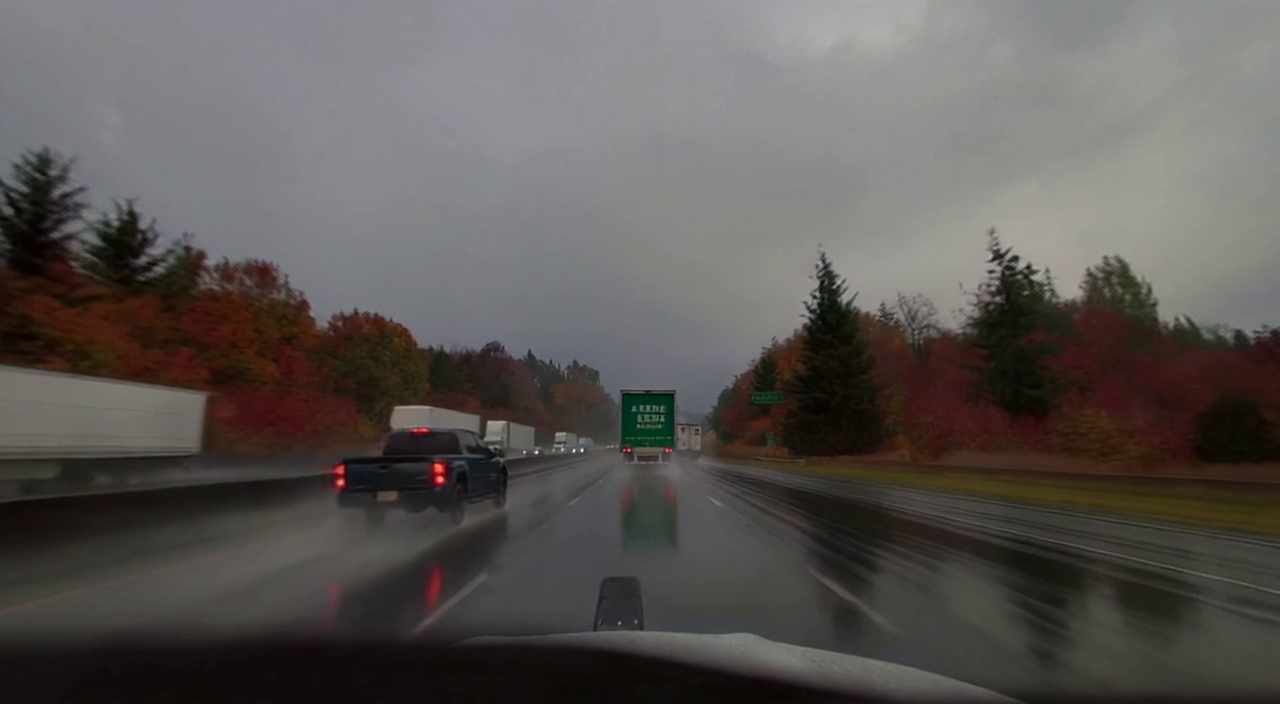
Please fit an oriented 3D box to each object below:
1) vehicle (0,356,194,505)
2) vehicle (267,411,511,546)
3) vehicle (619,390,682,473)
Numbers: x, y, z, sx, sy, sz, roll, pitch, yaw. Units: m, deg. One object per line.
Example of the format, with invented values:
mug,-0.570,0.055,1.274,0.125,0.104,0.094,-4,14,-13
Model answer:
vehicle,-20.188,2.401,18.977,3.098,4.280,13.902,0,-9,0
vehicle,-3.704,1.969,10.404,2.097,1.711,4.594,0,-9,0
vehicle,0.496,4.701,36.222,3.057,4.073,10.792,0,-9,0
